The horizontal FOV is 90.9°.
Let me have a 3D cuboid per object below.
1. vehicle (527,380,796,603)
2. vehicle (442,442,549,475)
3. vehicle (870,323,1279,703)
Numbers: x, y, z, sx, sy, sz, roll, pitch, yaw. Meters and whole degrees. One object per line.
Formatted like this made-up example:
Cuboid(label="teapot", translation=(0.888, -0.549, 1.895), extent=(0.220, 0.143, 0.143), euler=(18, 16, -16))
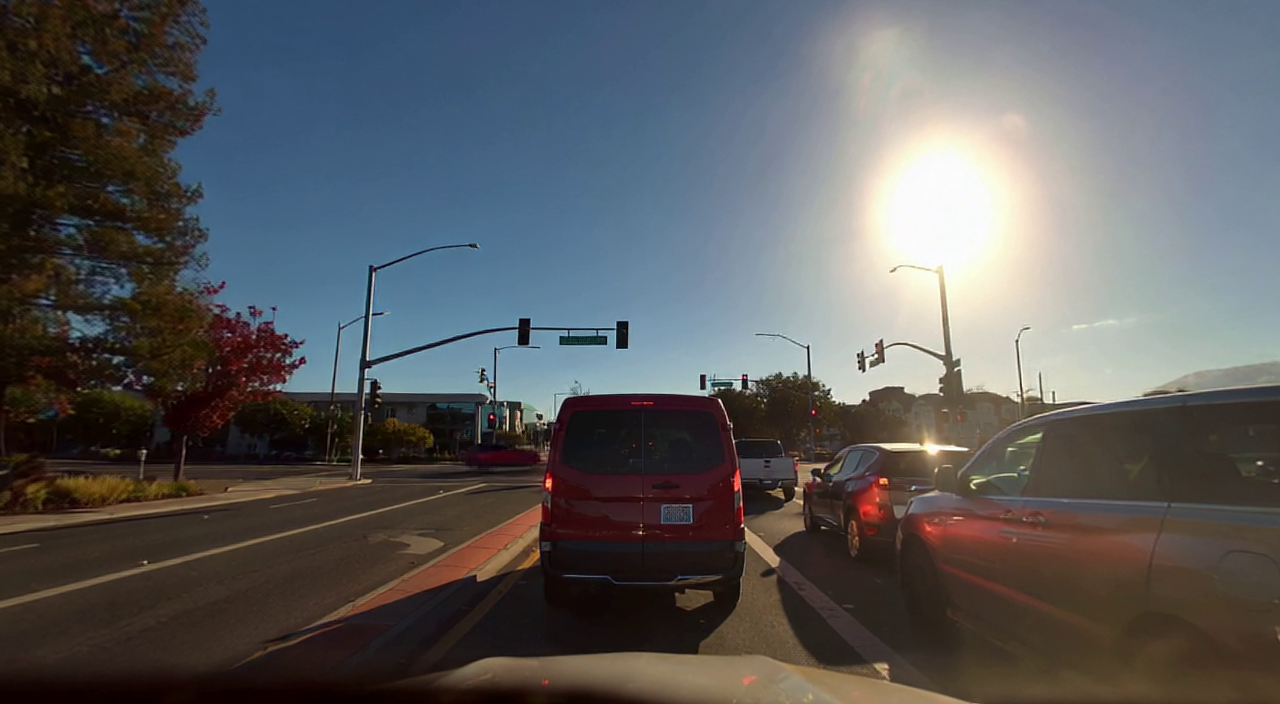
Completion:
Cuboid(label="vehicle", translation=(0.188, 1.464, 7.433), extent=(2.185, 1.822, 4.391), euler=(0, -8, 0))
Cuboid(label="vehicle", translation=(-6.874, 5.126, 30.413), extent=(4.789, 1.514, 1.866), euler=(0, -8, -4))
Cuboid(label="vehicle", translation=(2.913, 0.945, 3.167), extent=(1.971, 1.663, 4.287), euler=(0, -8, 2))
